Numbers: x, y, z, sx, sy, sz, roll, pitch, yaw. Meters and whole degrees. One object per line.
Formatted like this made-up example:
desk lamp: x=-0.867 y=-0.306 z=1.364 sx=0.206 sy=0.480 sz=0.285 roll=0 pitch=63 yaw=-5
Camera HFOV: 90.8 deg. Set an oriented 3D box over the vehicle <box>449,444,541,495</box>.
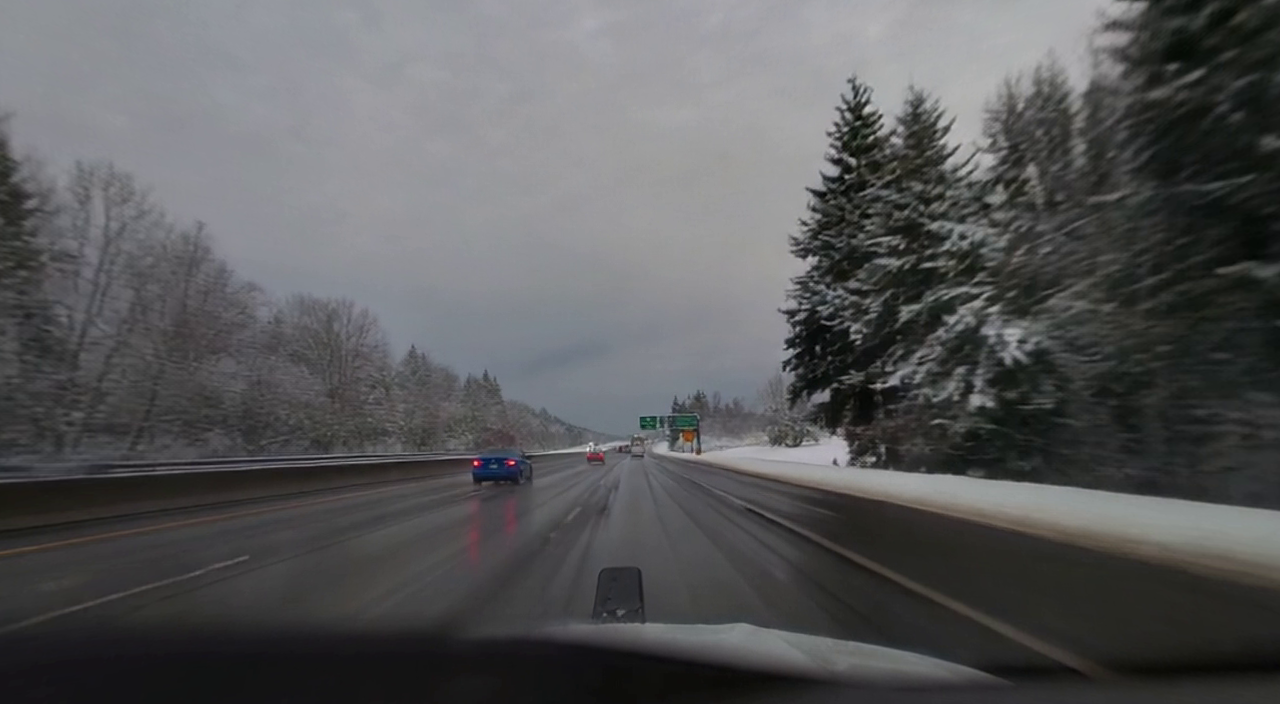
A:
vehicle: x=-4.714 y=3.872 z=21.173 sx=2.121 sy=1.537 sz=3.852 roll=0 pitch=-9 yaw=1
